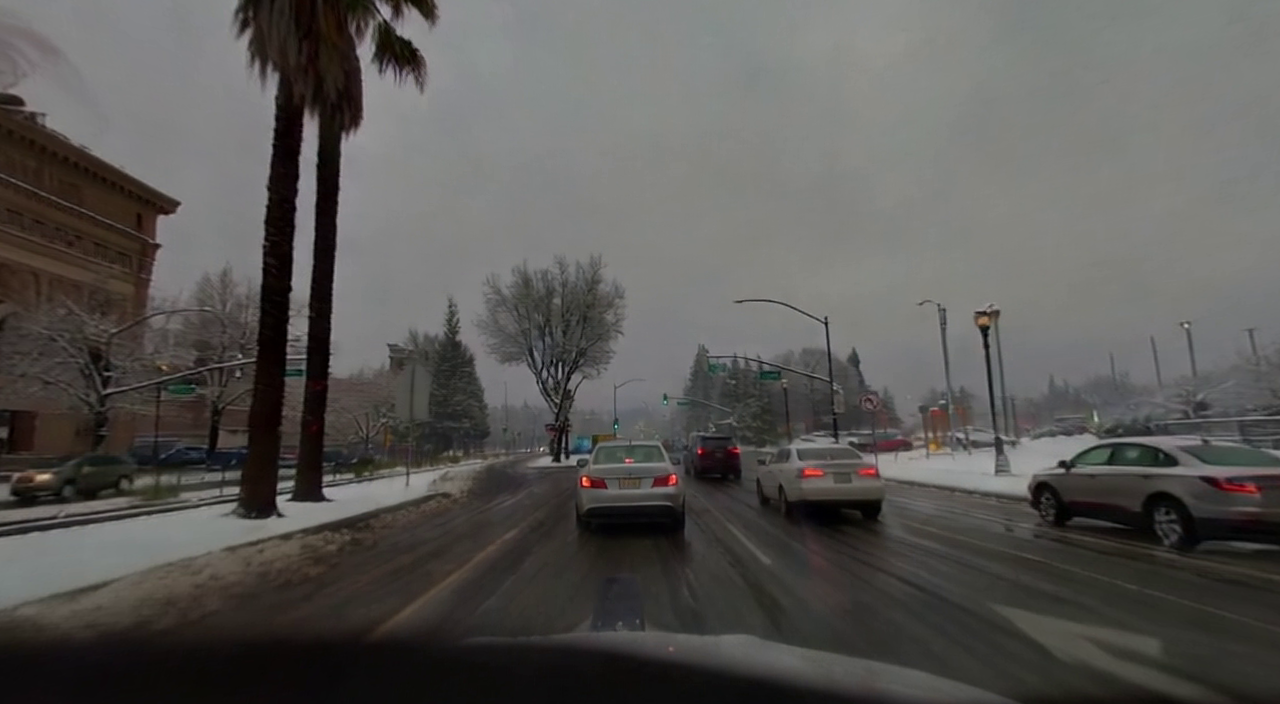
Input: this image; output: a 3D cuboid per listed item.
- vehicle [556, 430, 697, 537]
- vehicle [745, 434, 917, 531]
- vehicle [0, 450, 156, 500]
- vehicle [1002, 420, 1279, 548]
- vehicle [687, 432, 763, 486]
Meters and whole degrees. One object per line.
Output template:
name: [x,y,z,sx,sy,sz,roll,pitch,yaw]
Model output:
vehicle: [-0.208,2.202,11.112,2.050,1.521,3.747,0,-9,0]
vehicle: [3.309,2.342,11.923,1.833,1.465,4.258,0,-9,-1]
vehicle: [-21.067,4.576,23.939,1.958,1.675,4.389,0,-9,-1]
vehicle: [7.898,1.934,9.967,1.875,1.588,4.072,0,-8,-1]
vehicle: [3.247,4.328,25.978,2.127,1.854,7.971,0,-9,1]
